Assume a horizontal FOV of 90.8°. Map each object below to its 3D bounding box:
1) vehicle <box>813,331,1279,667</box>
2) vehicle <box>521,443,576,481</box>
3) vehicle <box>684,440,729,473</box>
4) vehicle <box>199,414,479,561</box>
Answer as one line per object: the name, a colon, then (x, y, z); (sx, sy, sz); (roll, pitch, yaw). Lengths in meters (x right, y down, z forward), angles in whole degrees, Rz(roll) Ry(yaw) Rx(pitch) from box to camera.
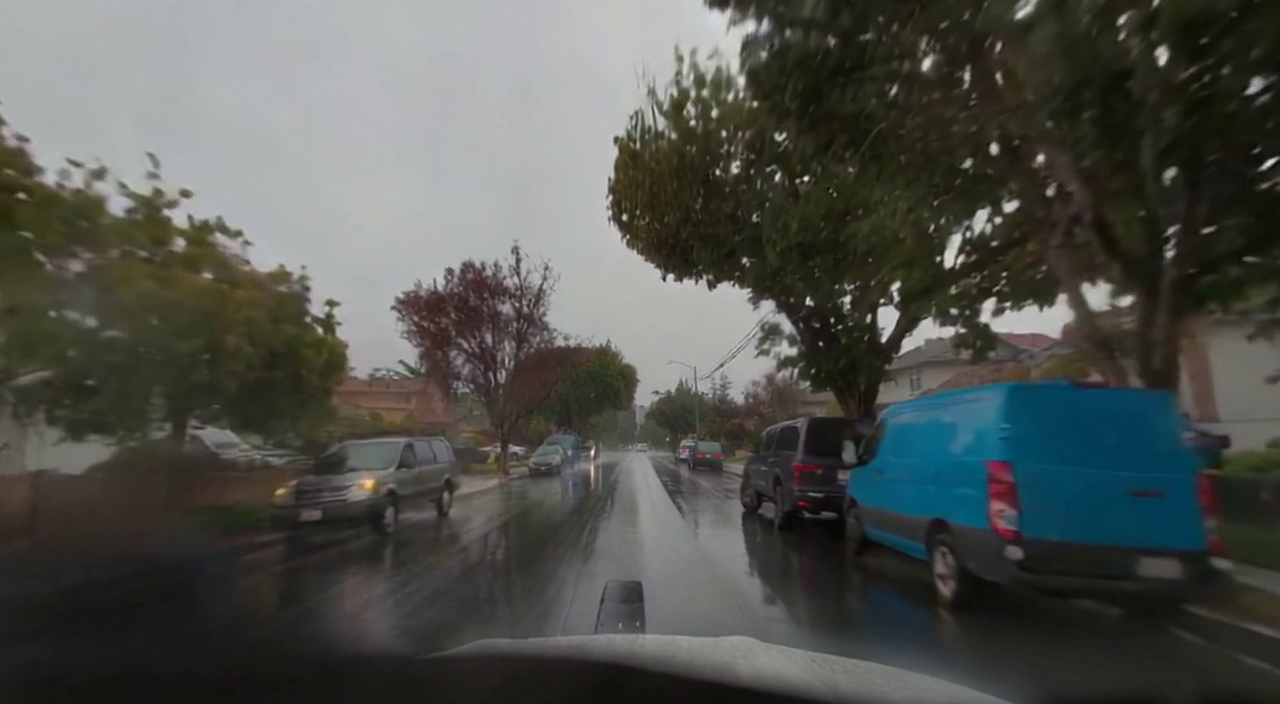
vehicle: (3.572, 1.297, 6.533); (2.144, 2.166, 4.766); (0, -9, -1)
vehicle: (-4.684, 5.671, 33.063); (2.116, 1.659, 4.832); (-2, -7, 1)
vehicle: (4.002, 6.416, 39.005); (2.152, 1.810, 5.846); (0, -9, 0)
vehicle: (-4.826, 2.238, 11.498); (2.364, 1.968, 5.671); (0, -8, -1)
